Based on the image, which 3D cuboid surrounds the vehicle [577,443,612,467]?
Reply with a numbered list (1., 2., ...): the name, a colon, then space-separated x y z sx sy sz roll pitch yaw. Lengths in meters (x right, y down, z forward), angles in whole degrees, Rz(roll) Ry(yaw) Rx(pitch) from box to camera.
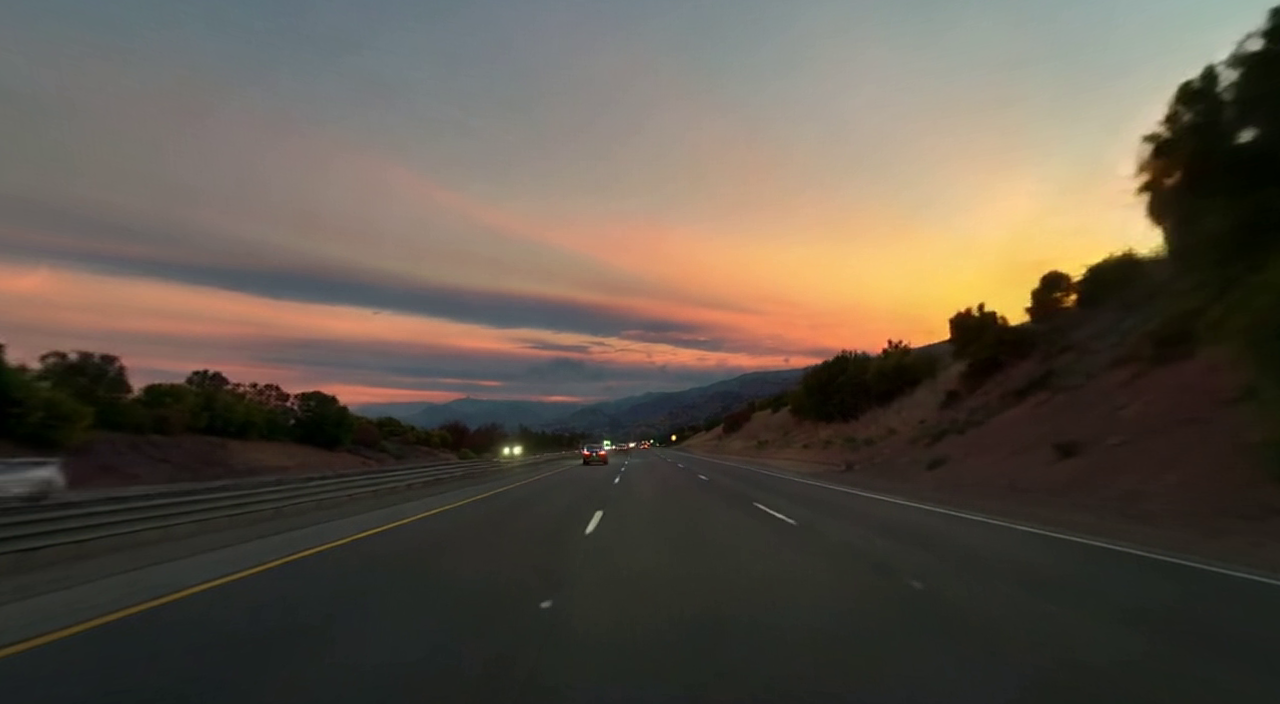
1. vehicle: -2.882 6.640 40.841 1.991 1.475 4.302 0 -8 0
